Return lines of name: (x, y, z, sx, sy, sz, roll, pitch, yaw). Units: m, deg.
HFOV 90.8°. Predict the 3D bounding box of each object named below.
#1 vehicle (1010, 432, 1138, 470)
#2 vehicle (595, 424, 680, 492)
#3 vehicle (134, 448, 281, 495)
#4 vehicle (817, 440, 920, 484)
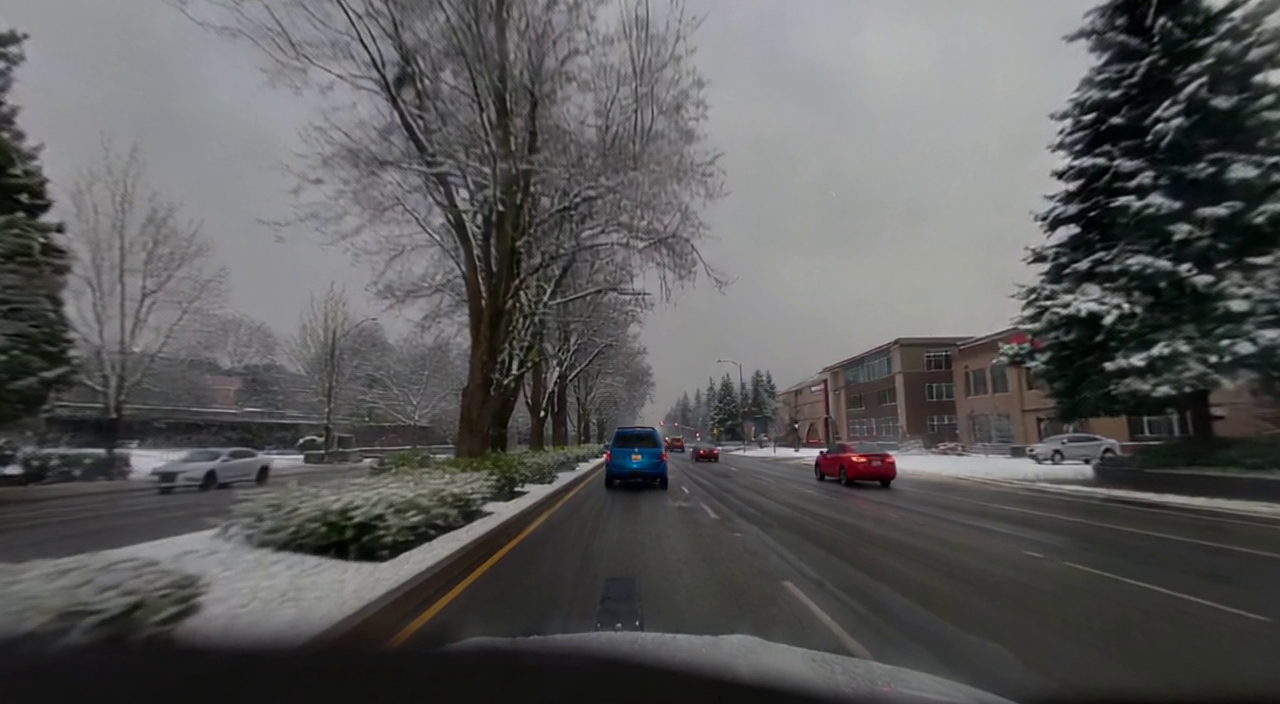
vehicle: (19.490, 4.442, 28.495, 4.333, 1.521, 1.824, -2, -7, 0)
vehicle: (-0.091, 3.150, 19.060, 2.277, 1.816, 4.192, 0, -8, -1)
vehicle: (-15.346, 4.226, 22.805, 1.985, 1.486, 4.691, 0, -8, 0)
vehicle: (8.328, 4.030, 23.564, 2.002, 1.456, 4.631, 0, -8, -1)
